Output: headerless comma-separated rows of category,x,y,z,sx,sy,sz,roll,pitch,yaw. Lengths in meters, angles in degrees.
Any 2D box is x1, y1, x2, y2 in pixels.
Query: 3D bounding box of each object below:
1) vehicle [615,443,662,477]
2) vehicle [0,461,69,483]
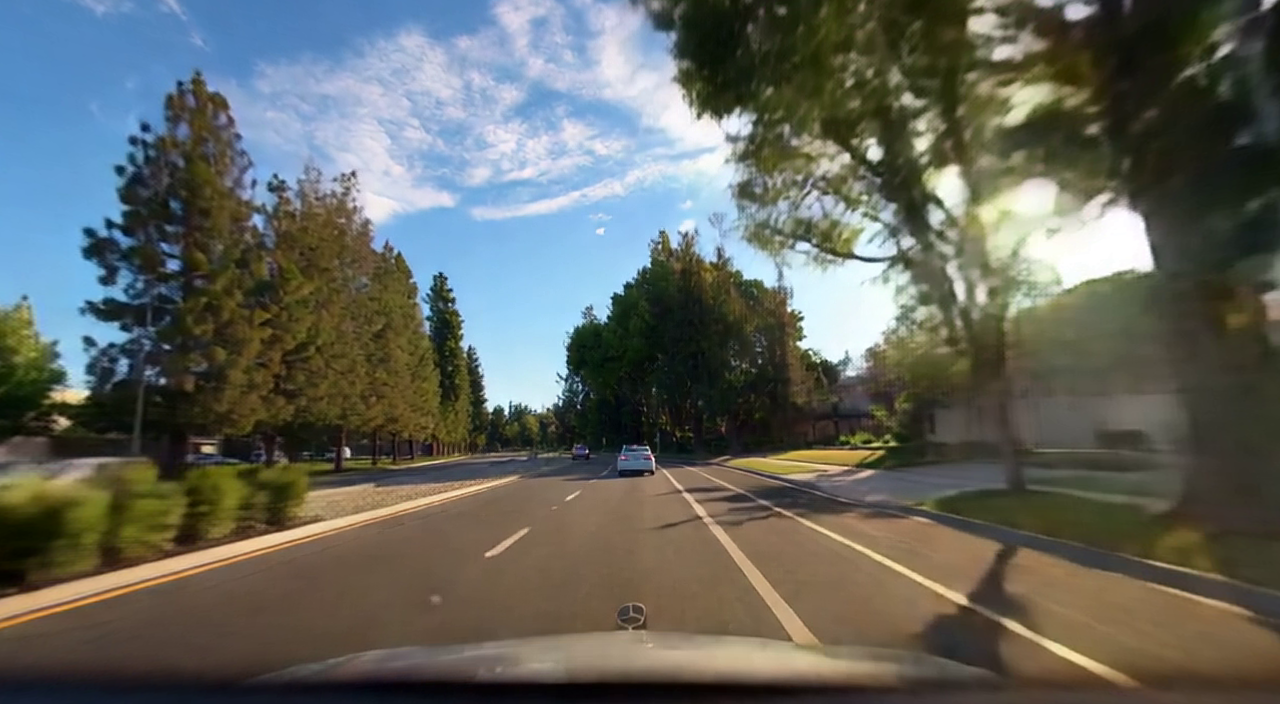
vehicle,-0.099,4.949,29.078,2.009,1.456,4.003,0,-8,-1
vehicle,-48.179,9.415,49.606,4.624,1.528,1.829,7,-10,-41
